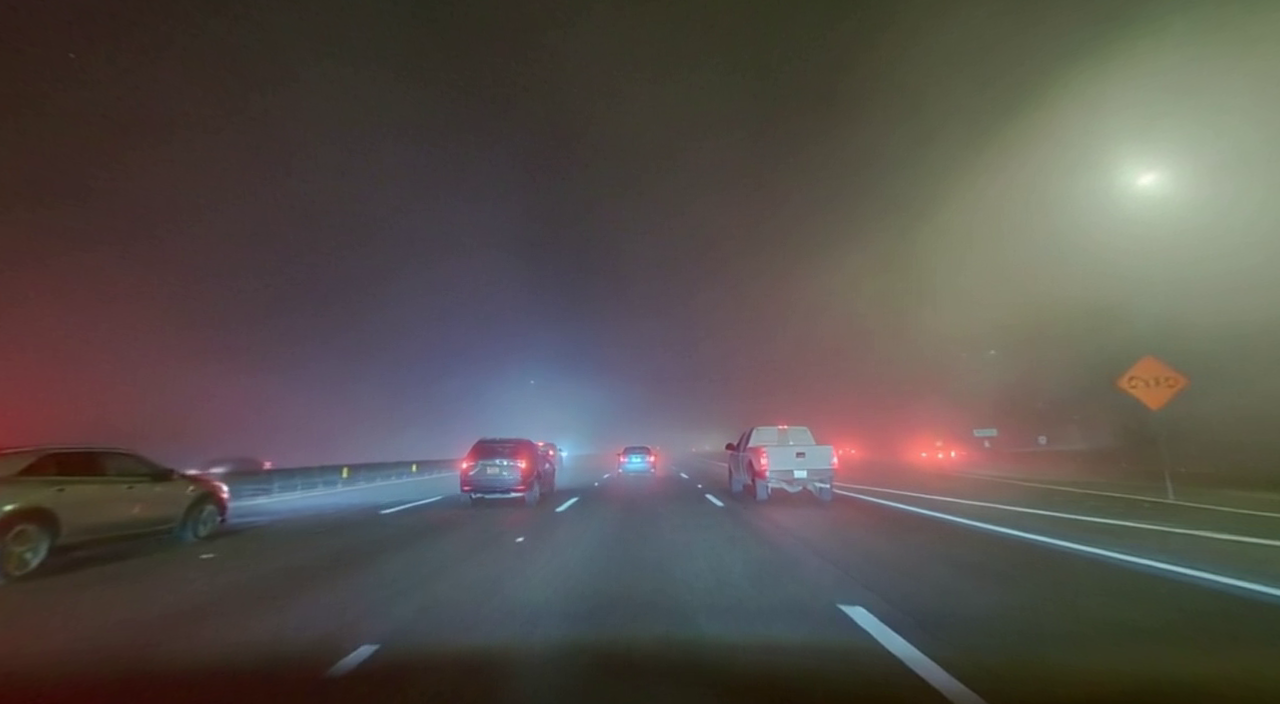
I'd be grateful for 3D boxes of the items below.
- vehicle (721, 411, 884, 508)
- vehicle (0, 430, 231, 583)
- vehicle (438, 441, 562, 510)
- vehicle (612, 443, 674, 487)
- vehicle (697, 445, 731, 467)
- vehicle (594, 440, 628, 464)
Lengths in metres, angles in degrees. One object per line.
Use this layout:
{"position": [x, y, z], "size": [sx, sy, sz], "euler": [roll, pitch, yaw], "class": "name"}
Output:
{"position": [4.081, 2.934, 17.510], "size": [2.802, 2.151, 6.579], "euler": [0, -9, 0], "class": "vehicle"}
{"position": [-7.476, 1.747, 7.545], "size": [2.065, 1.519, 4.491], "euler": [0, -9, 1], "class": "vehicle"}
{"position": [-3.354, 3.057, 16.078], "size": [1.996, 1.488, 4.451], "euler": [0, -9, 2], "class": "vehicle"}
{"position": [0.145, 4.131, 23.329], "size": [2.071, 1.478, 4.130], "euler": [0, -9, 1], "class": "vehicle"}
{"position": [5.280, 7.474, 45.374], "size": [2.023, 1.507, 4.510], "euler": [0, -9, 2], "class": "vehicle"}
{"position": [-2.205, 7.874, 49.611], "size": [2.261, 1.759, 4.297], "euler": [-1, -9, 3], "class": "vehicle"}
